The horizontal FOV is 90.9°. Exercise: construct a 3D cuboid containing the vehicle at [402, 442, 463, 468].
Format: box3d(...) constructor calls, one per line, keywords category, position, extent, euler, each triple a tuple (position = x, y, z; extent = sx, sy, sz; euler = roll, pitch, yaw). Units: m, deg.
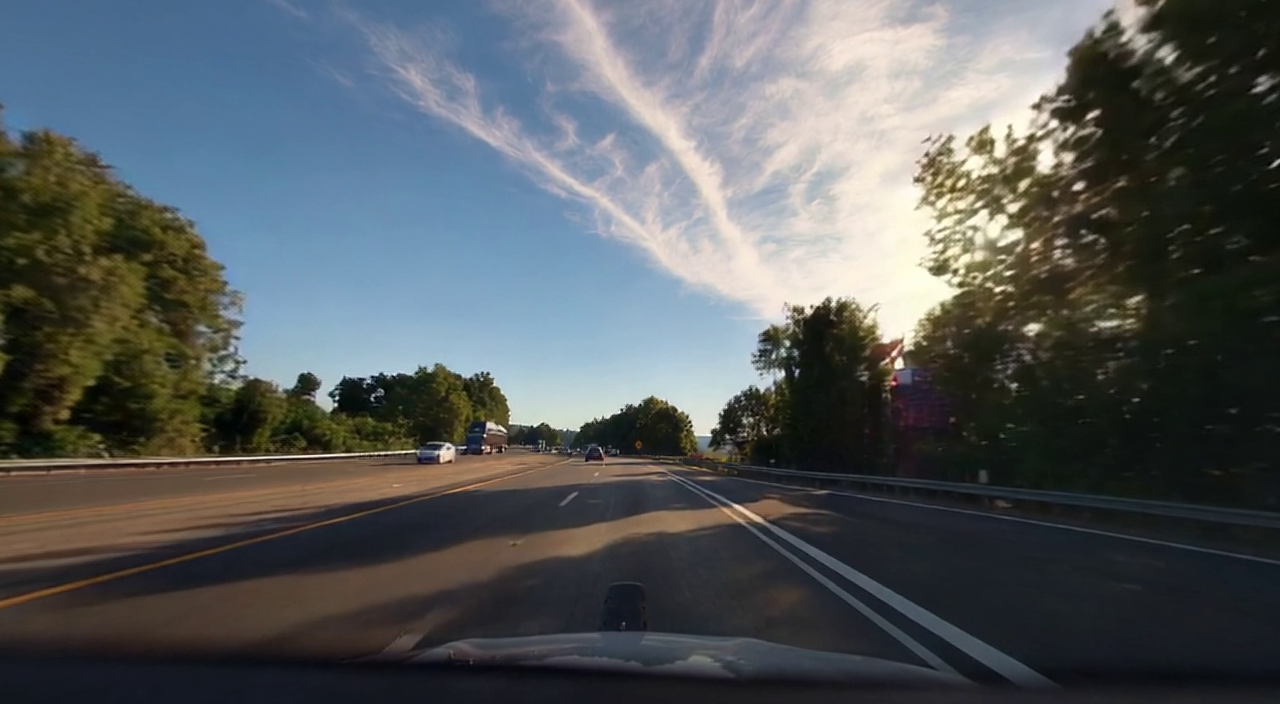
box3d(category="vehicle", position=(-12.999, 6.475, 39.714), extent=(2.540, 1.509, 4.188), euler=(0, -9, -2))
